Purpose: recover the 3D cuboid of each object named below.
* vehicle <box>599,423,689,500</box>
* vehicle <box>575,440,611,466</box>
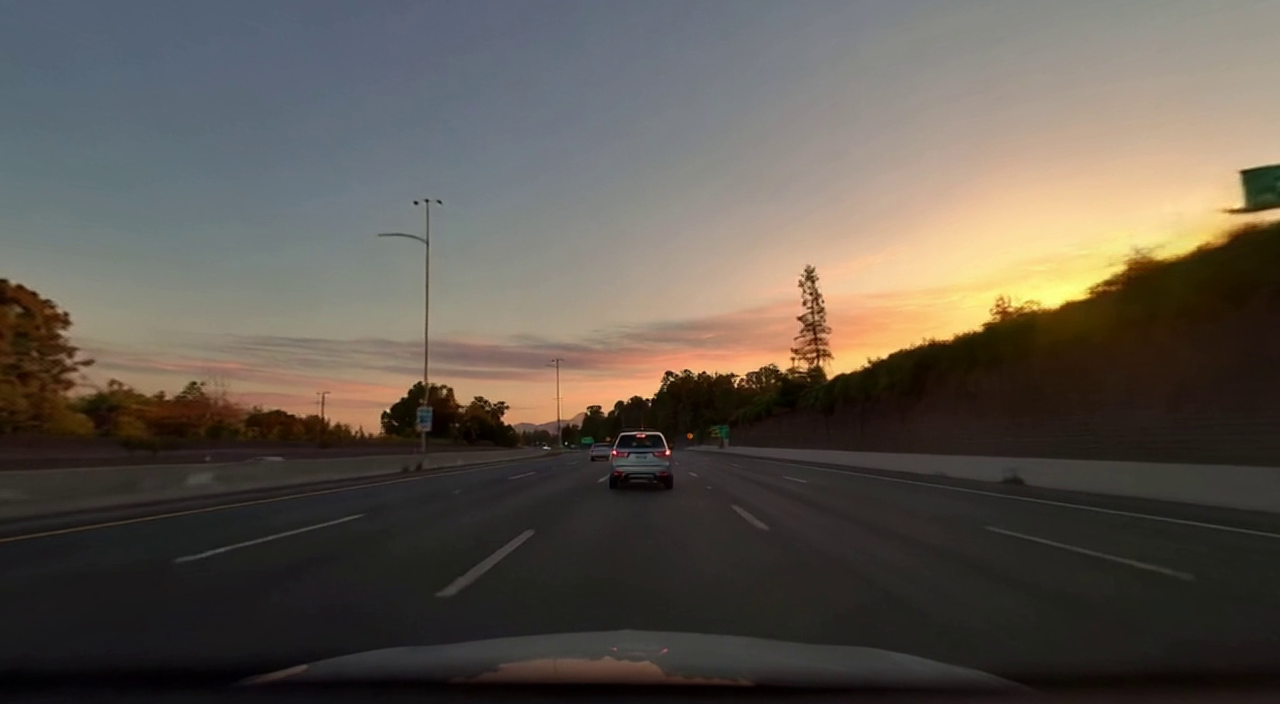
[{"bbox_3d":[0.107,2.895,17.041,2.114,1.787,4.365,0,-8,0],"label":"vehicle"},{"bbox_3d":[-2.913,6.371,40.017,1.927,1.555,3.959,0,-8,1],"label":"vehicle"}]
